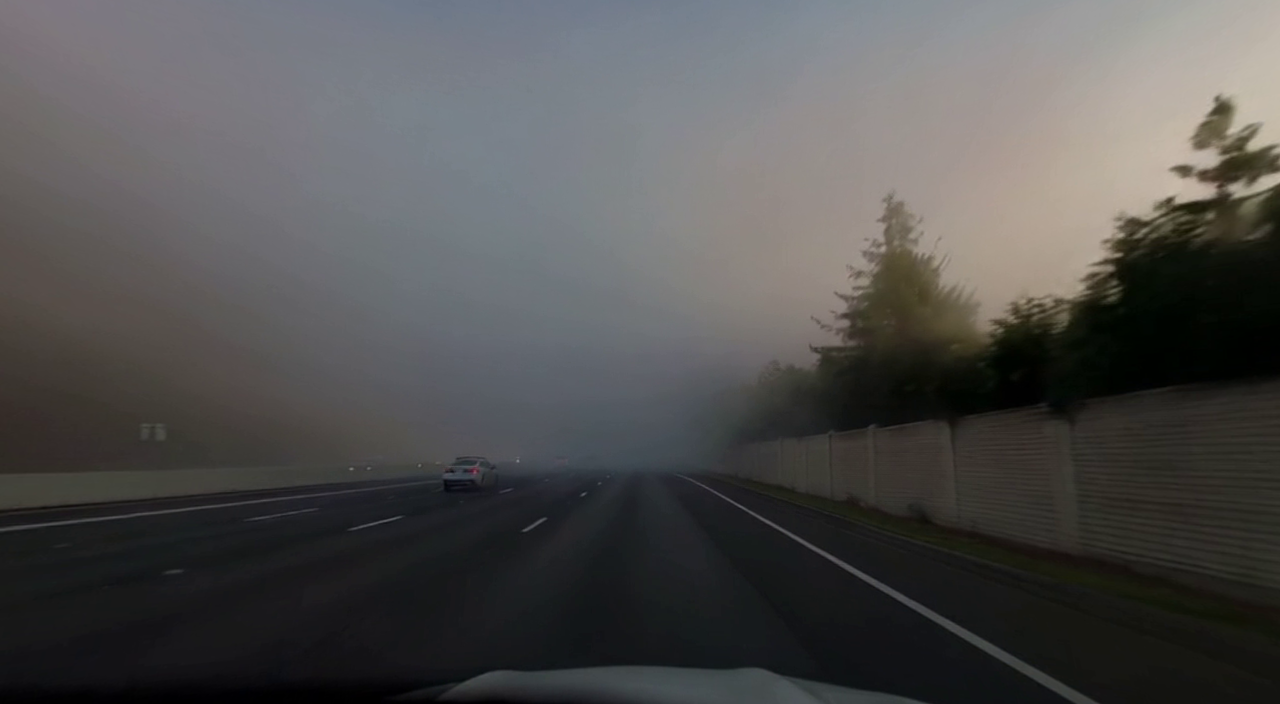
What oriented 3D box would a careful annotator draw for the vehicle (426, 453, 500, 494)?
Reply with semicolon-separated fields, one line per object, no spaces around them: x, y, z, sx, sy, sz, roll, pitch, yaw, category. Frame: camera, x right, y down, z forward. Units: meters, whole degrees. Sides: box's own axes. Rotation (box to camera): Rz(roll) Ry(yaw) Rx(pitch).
-6.896;4.749;24.884;1.782;1.441;3.751;0;-9;1;vehicle
